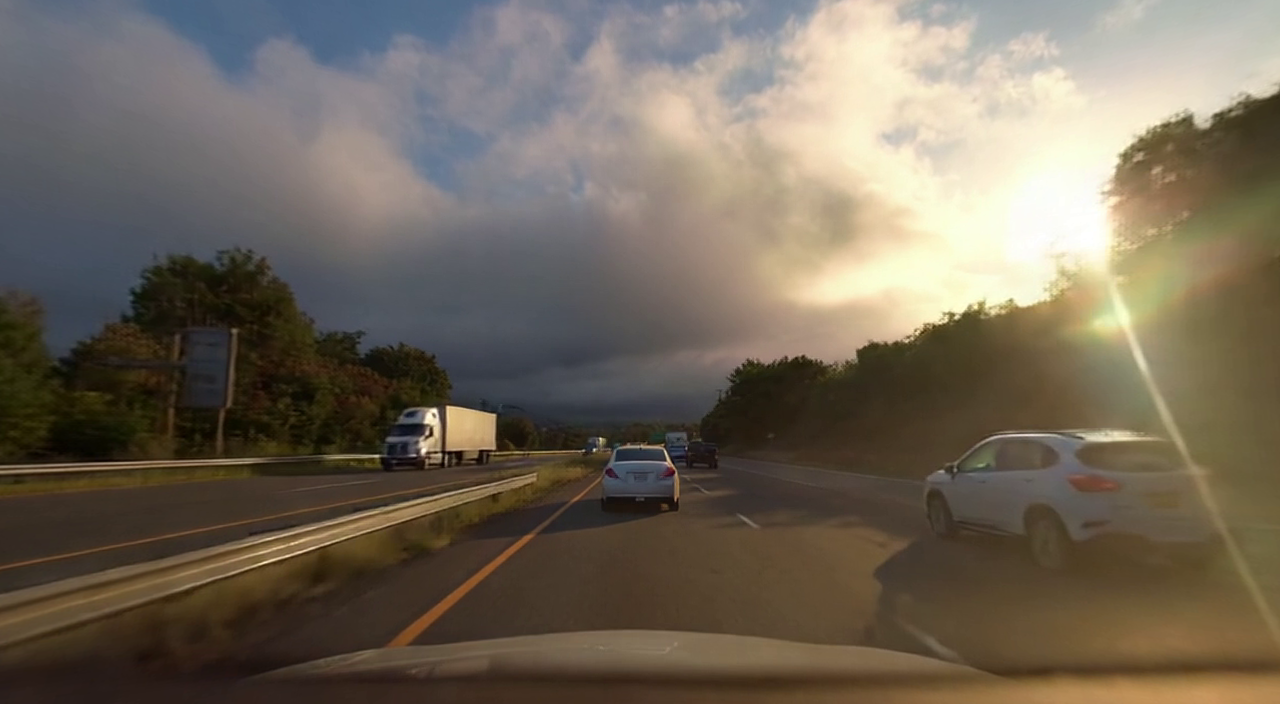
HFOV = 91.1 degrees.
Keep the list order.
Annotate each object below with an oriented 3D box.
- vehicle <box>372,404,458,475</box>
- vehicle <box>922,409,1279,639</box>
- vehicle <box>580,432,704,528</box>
[{"bbox_3d":[-13.581,5.392,38.560,2.937,3.963,5.772,-1,-9,1],"label":"vehicle"},{"bbox_3d":[4.730,1.450,6.267,1.931,1.516,3.995,0,-9,-1],"label":"vehicle"},{"bbox_3d":[-0.002,2.452,12.545,2.088,1.580,3.657,0,-9,-1],"label":"vehicle"}]
